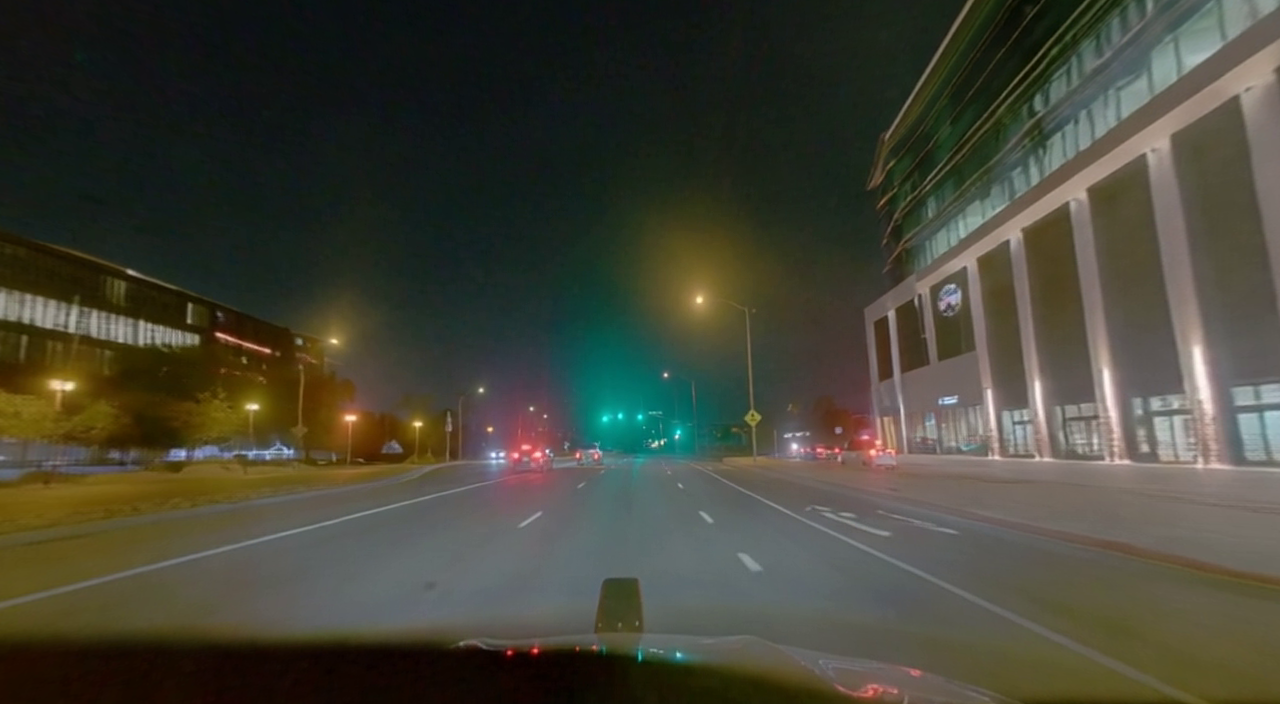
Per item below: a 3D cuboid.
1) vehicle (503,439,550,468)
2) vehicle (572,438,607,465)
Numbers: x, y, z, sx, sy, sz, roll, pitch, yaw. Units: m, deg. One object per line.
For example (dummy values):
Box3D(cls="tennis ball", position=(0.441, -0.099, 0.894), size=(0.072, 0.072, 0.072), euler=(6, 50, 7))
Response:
Box3D(cls="vehicle", position=(-6.698, 6.069, 37.850), size=(1.909, 1.605, 4.561), euler=(0, -9, 1))
Box3D(cls="vehicle", position=(-3.496, 6.962, 44.244), size=(2.052, 1.729, 4.195), euler=(0, -9, 1))
